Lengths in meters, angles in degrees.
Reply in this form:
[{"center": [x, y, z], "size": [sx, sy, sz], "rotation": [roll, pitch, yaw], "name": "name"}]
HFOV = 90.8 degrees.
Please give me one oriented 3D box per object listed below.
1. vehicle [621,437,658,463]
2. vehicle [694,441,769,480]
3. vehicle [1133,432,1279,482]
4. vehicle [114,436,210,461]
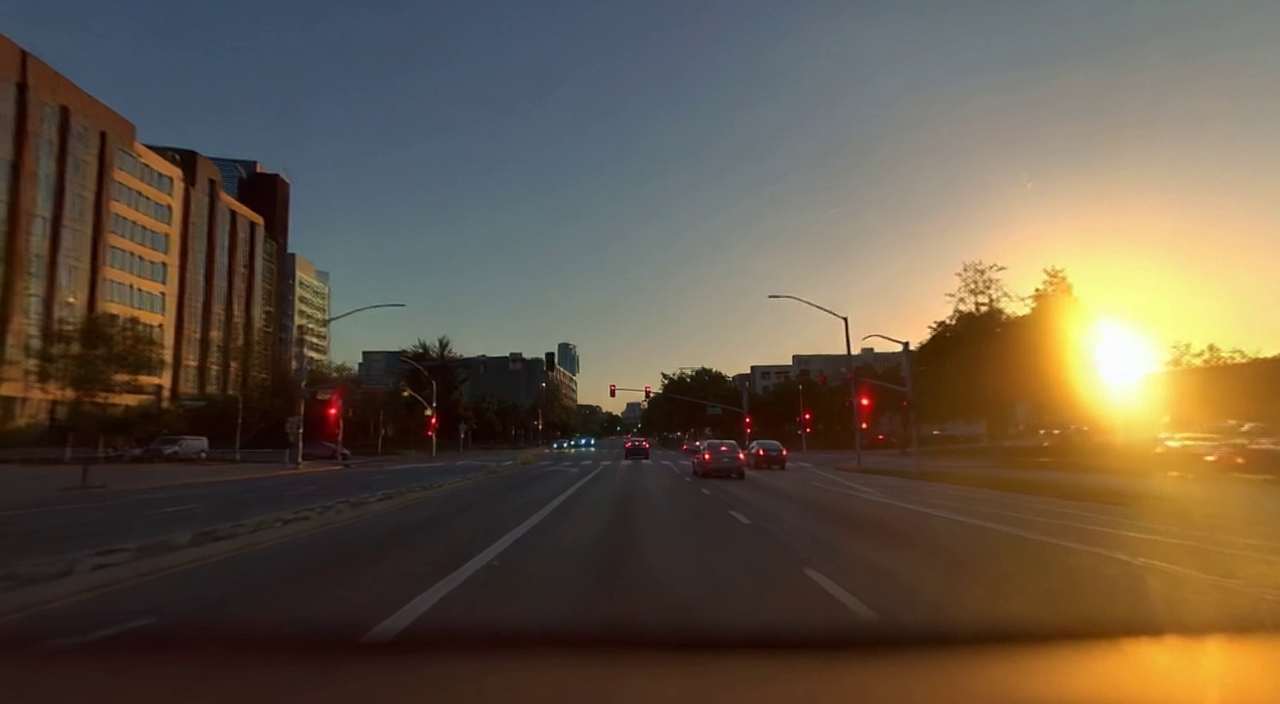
[{"center": [-0.030, 6.046, 39.030], "size": [2.143, 1.480, 4.006], "rotation": [0, -8, 0], "name": "vehicle"}, {"center": [3.328, 4.047, 23.909], "size": [2.080, 1.321, 4.382], "rotation": [0, -8, -2], "name": "vehicle"}, {"center": [23.732, 4.149, 25.004], "size": [6.313, 1.772, 2.263], "rotation": [-10, -10, 43], "name": "vehicle"}, {"center": [-30.001, 6.091, 39.698], "size": [4.469, 1.501, 1.990], "rotation": [-1, -9, 4], "name": "vehicle"}]
